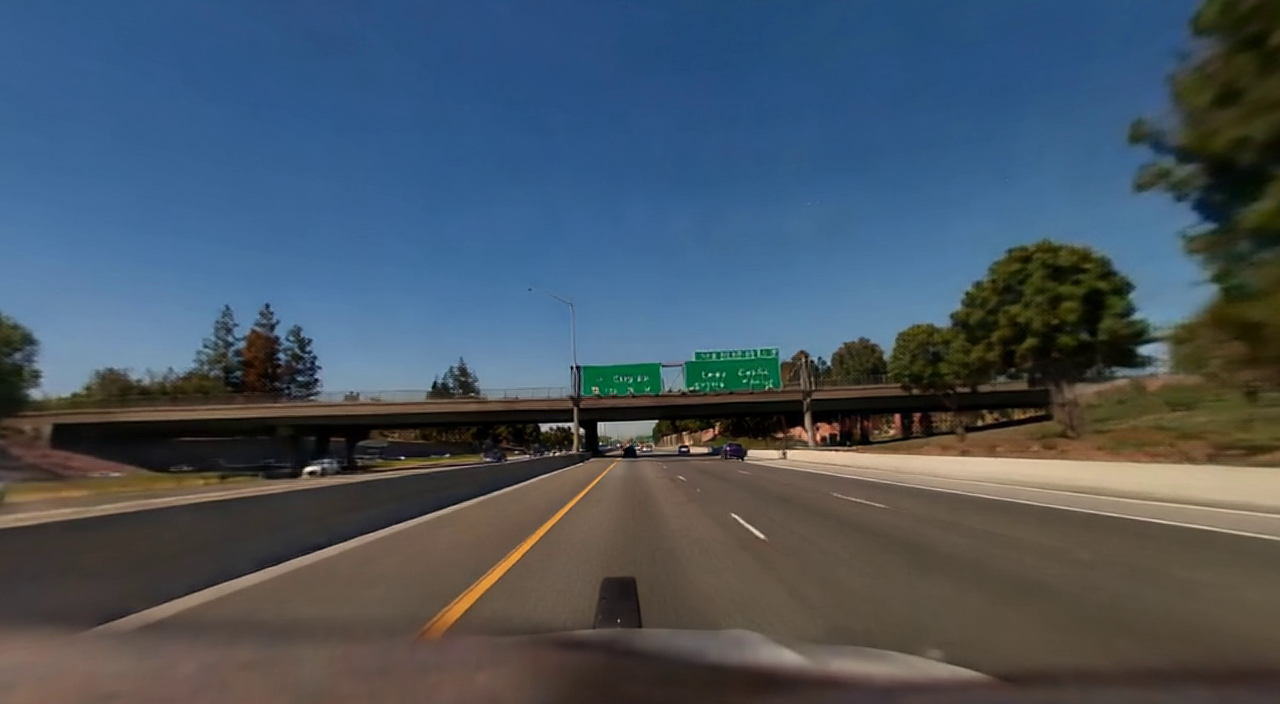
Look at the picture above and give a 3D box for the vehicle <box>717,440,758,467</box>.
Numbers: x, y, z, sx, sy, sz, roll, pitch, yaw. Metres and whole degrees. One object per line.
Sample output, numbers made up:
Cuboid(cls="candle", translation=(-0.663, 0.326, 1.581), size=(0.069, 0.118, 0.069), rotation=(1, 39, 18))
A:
Cuboid(cls="vehicle", translation=(6.556, 6.899, 42.995), size=(2.030, 1.706, 4.279), rotation=(0, -9, -1))
